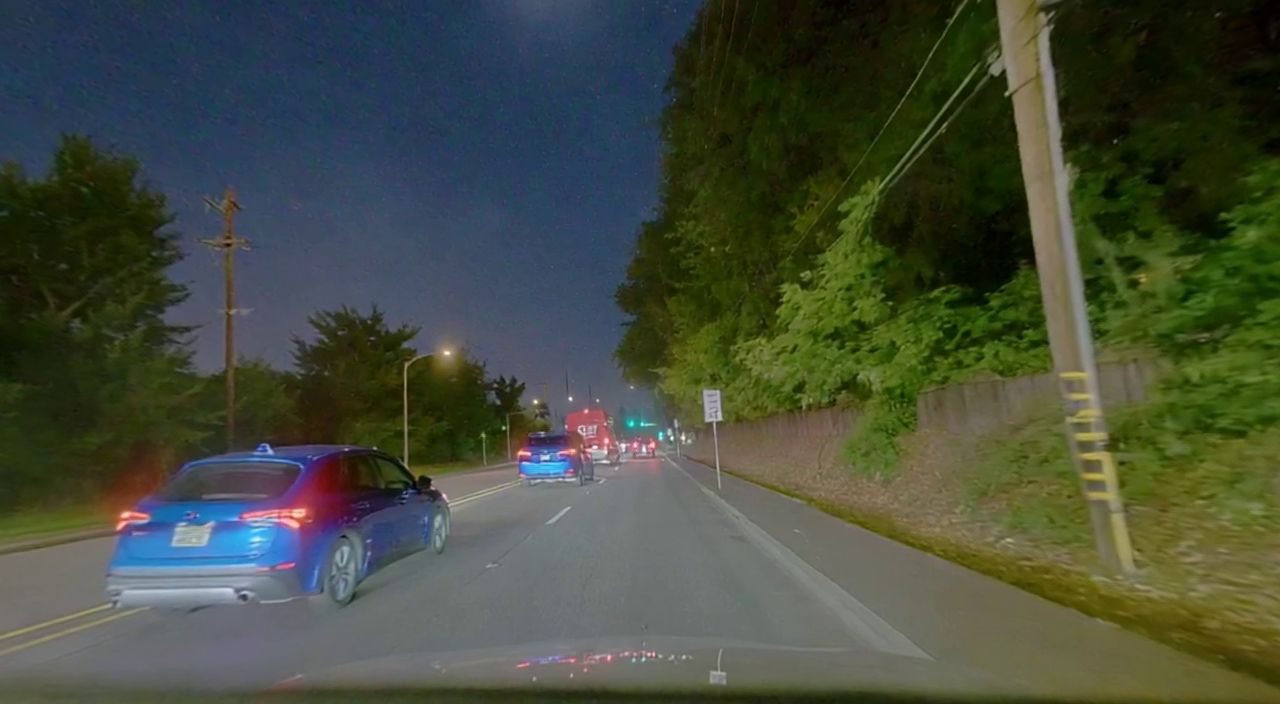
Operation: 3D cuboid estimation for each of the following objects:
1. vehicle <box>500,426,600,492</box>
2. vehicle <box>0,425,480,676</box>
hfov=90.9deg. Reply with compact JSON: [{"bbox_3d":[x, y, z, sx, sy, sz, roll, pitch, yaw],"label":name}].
[{"bbox_3d":[-2.649,3.360,20.173,2.187,1.821,5.501,-1,-8,2],"label":"vehicle"},{"bbox_3d":[-3.199,1.526,6.147,1.966,1.466,4.699,0,-8,1],"label":"vehicle"}]
